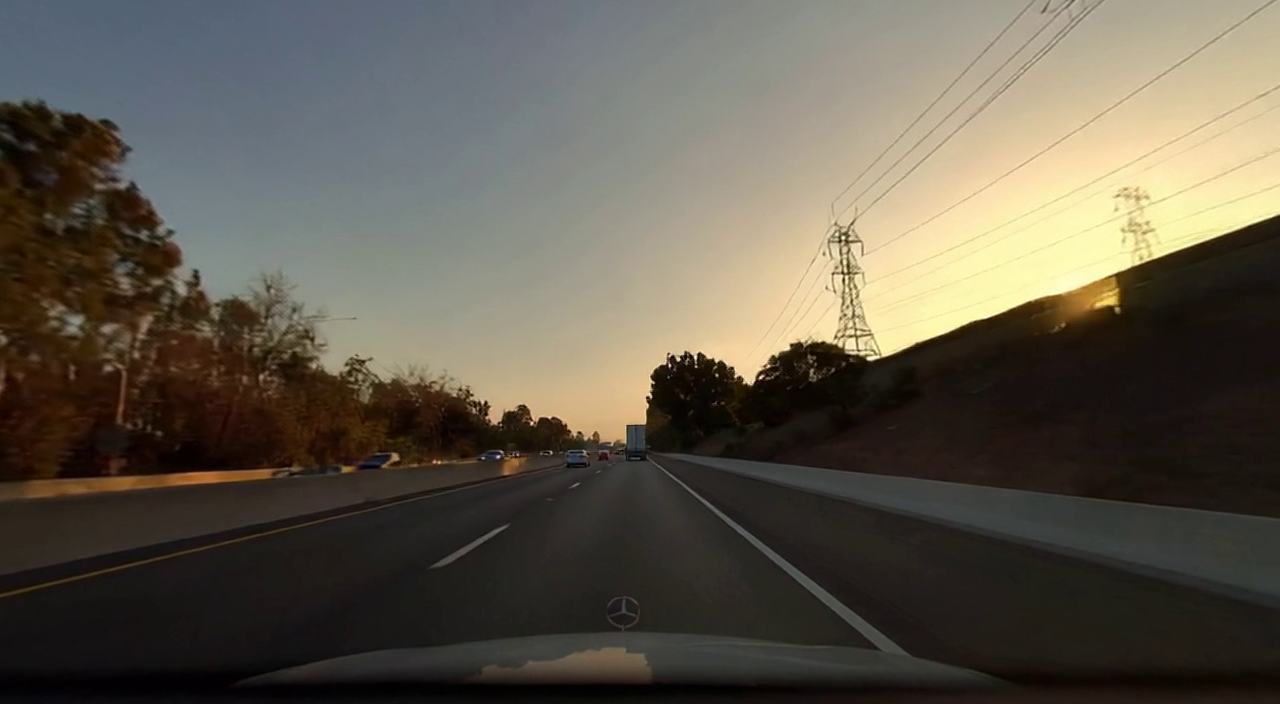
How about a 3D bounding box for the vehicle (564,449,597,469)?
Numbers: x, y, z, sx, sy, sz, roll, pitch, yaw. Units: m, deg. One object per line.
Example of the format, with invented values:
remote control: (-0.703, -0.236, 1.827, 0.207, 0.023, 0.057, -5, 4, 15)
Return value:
vehicle: (-4.454, 8.108, 47.923, 2.106, 1.445, 4.404, 0, -9, -1)
